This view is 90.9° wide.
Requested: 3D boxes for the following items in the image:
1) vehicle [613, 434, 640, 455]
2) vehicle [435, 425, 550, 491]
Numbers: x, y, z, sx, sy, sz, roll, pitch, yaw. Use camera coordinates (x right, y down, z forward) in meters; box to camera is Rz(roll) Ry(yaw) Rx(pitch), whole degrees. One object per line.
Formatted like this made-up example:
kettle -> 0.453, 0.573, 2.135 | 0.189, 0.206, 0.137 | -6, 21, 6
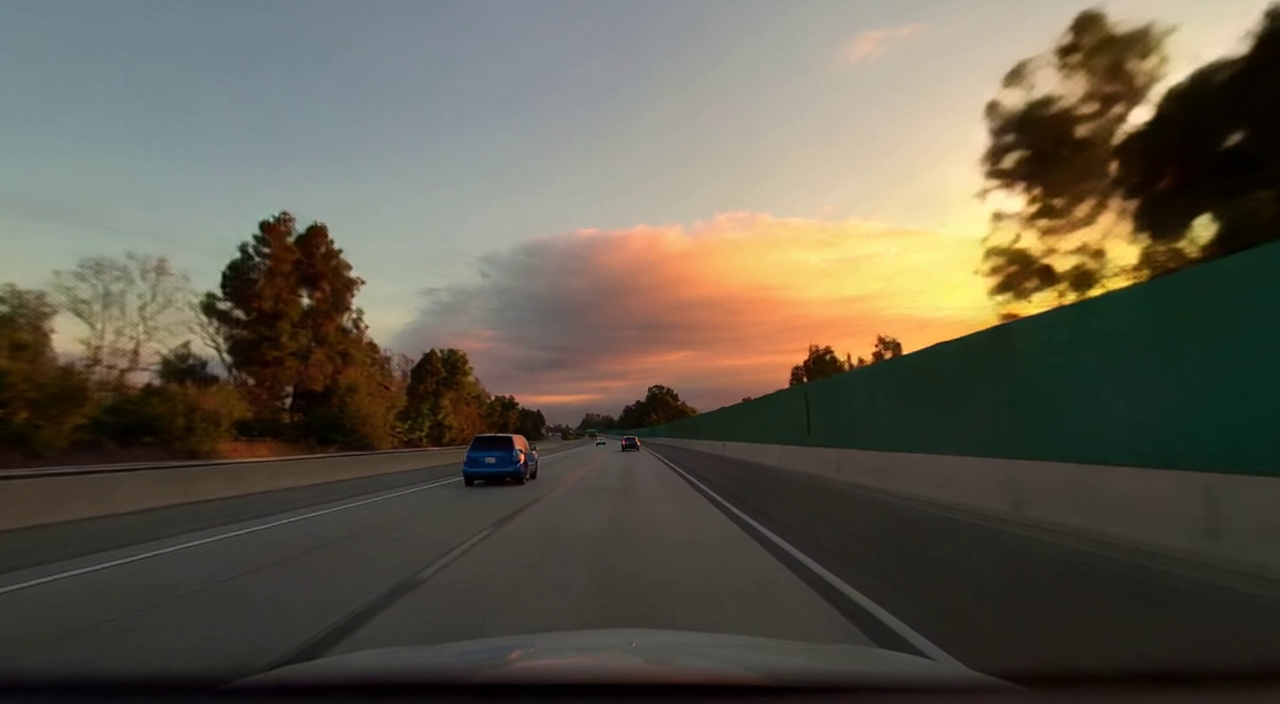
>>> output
vehicle -> -0.971, 6.695, 45.713 | 1.836, 1.450, 3.519 | 0, -8, -1
vehicle -> -3.859, 2.853, 17.458 | 2.072, 1.545, 4.767 | 0, -8, 0
